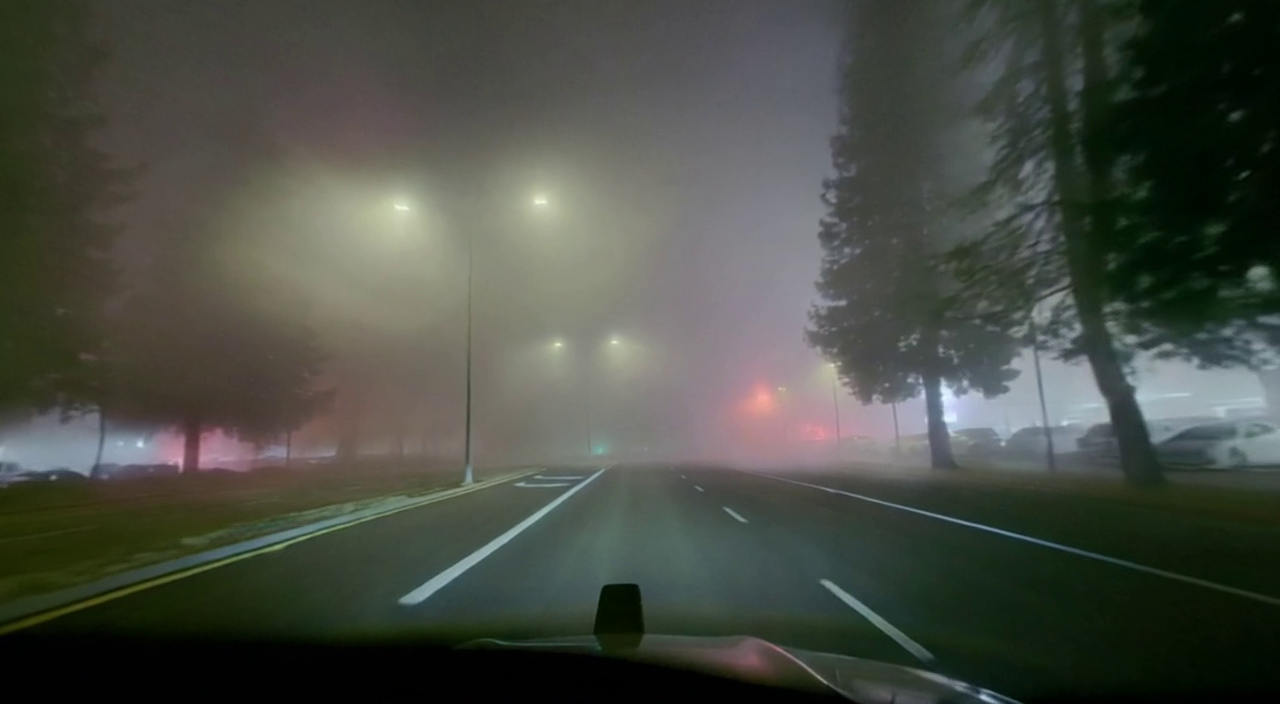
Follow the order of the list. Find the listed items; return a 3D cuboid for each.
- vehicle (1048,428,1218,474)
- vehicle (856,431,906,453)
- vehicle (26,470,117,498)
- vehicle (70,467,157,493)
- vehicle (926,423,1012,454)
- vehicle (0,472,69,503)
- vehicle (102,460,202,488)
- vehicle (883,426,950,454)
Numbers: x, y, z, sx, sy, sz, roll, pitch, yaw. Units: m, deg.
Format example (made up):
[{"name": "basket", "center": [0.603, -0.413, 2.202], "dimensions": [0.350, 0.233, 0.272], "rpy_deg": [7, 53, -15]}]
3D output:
[{"name": "vehicle", "center": [17.247, 3.510, 22.487], "dimensions": [1.974, 1.446, 4.614], "rpy_deg": [1, -8, -7]}, {"name": "vehicle", "center": [17.522, 6.618, 46.181], "dimensions": [1.841, 1.471, 4.367], "rpy_deg": [-2, -9, 0]}, {"name": "vehicle", "center": [-30.234, 7.023, 33.665], "dimensions": [3.332, 1.364, 1.702], "rpy_deg": [-1, -8, 6]}, {"name": "vehicle", "center": [-30.076, 7.319, 36.139], "dimensions": [3.458, 1.381, 1.730], "rpy_deg": [-1, -8, 3]}, {"name": "vehicle", "center": [18.203, 4.842, 35.240], "dimensions": [1.890, 1.612, 4.797], "rpy_deg": [0, -8, -4]}, {"name": "vehicle", "center": [-30.497, 6.677, 31.068], "dimensions": [3.274, 1.345, 1.688], "rpy_deg": [-3, -9, 3]}, {"name": "vehicle", "center": [-30.150, 7.521, 39.083], "dimensions": [4.676, 1.607, 1.852], "rpy_deg": [-1, -8, 3]}, {"name": "vehicle", "center": [17.715, 5.724, 40.707], "dimensions": [1.912, 1.646, 4.870], "rpy_deg": [-1, -9, -2]}]
